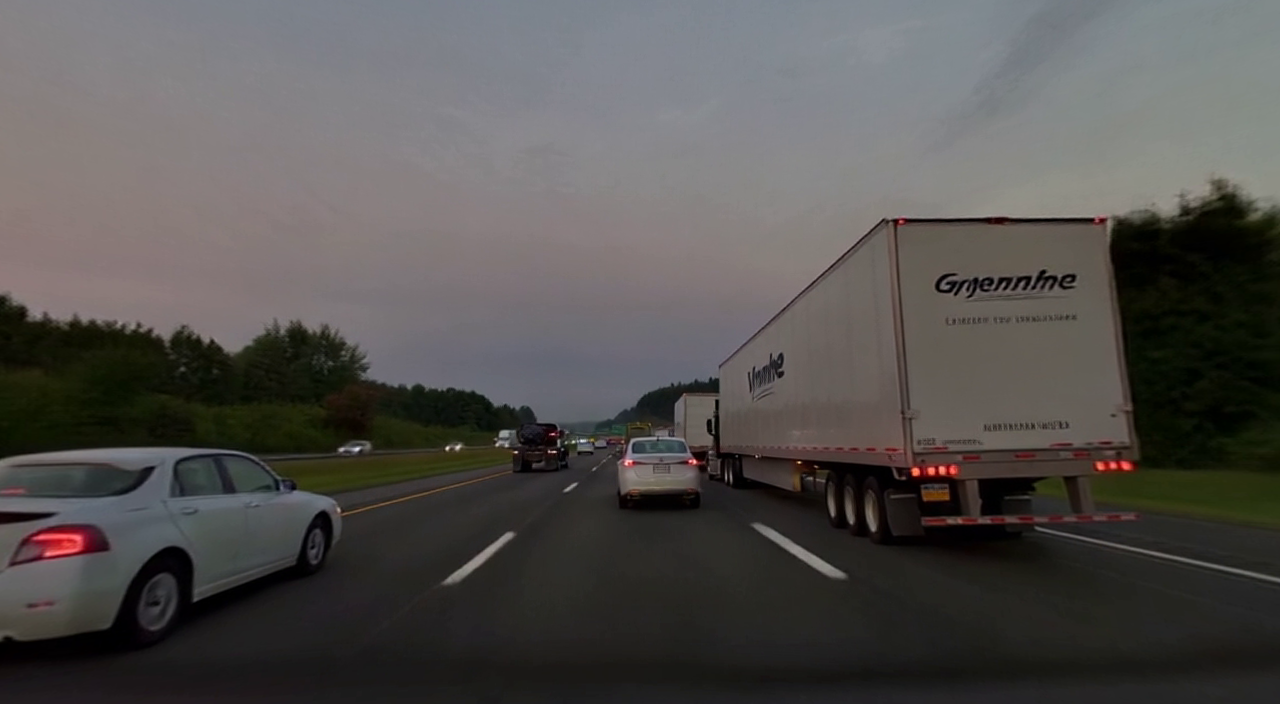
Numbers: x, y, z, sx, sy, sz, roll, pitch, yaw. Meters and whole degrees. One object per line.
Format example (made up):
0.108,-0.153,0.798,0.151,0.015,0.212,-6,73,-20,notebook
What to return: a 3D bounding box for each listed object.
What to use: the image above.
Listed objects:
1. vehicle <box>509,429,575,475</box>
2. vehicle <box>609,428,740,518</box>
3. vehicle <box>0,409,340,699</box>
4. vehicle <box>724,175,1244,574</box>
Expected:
-3.908,4.047,25.854,2.006,1.729,4.447,0,-8,0,vehicle
0.492,2.315,12.730,2.200,1.495,4.282,0,-8,-2,vehicle
-4.375,1.224,4.575,2.100,1.491,4.676,0,-8,0,vehicle
4.344,1.116,13.558,2.883,4.070,14.423,0,-8,-1,vehicle
